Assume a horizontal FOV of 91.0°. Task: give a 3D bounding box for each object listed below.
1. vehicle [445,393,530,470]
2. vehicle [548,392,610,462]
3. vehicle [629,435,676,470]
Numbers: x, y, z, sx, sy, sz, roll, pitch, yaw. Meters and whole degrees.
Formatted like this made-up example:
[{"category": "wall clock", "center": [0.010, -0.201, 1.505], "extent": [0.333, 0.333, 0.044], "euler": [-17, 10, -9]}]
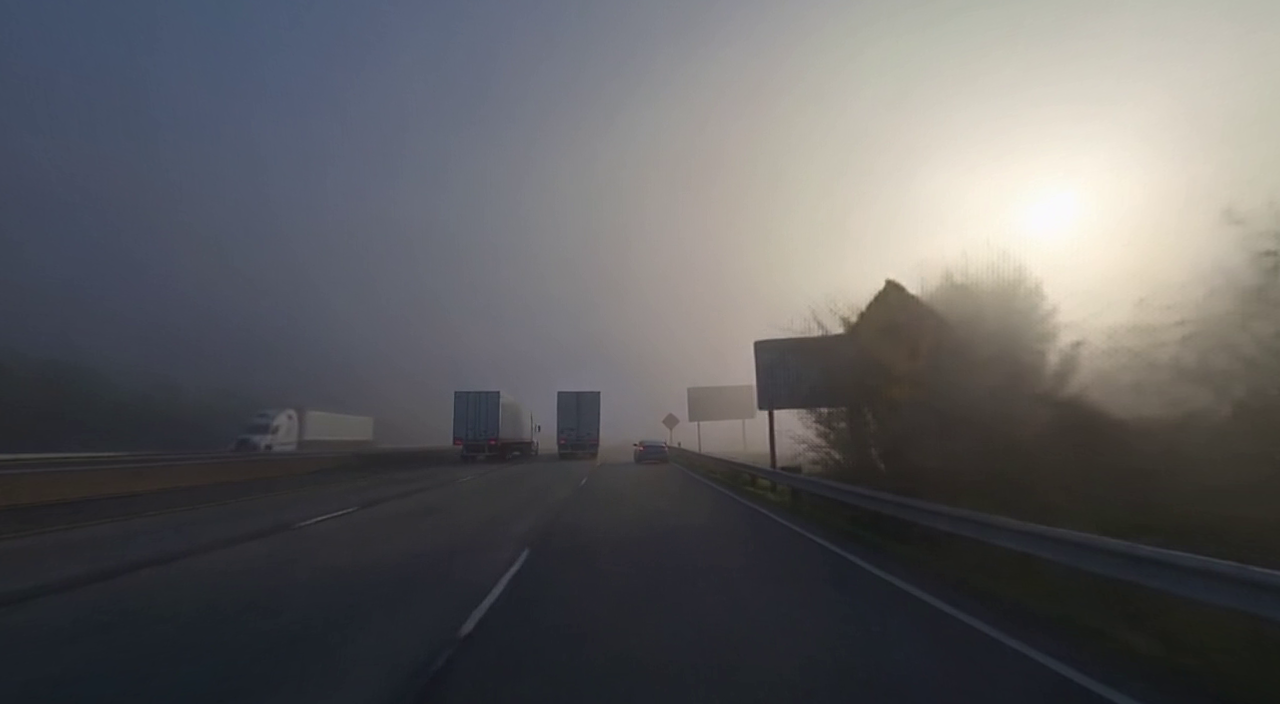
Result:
[{"category": "vehicle", "center": [-7.431, 4.056, 31.791], "extent": [2.728, 3.405, 7.096], "euler": [0, -8, -2]}, {"category": "vehicle", "center": [-3.984, 5.572, 45.446], "extent": [3.475, 4.037, 17.454], "euler": [0, -8, -2]}, {"category": "vehicle", "center": [0.507, 4.538, 28.670], "extent": [1.891, 1.477, 3.599], "euler": [0, -8, -3]}]
